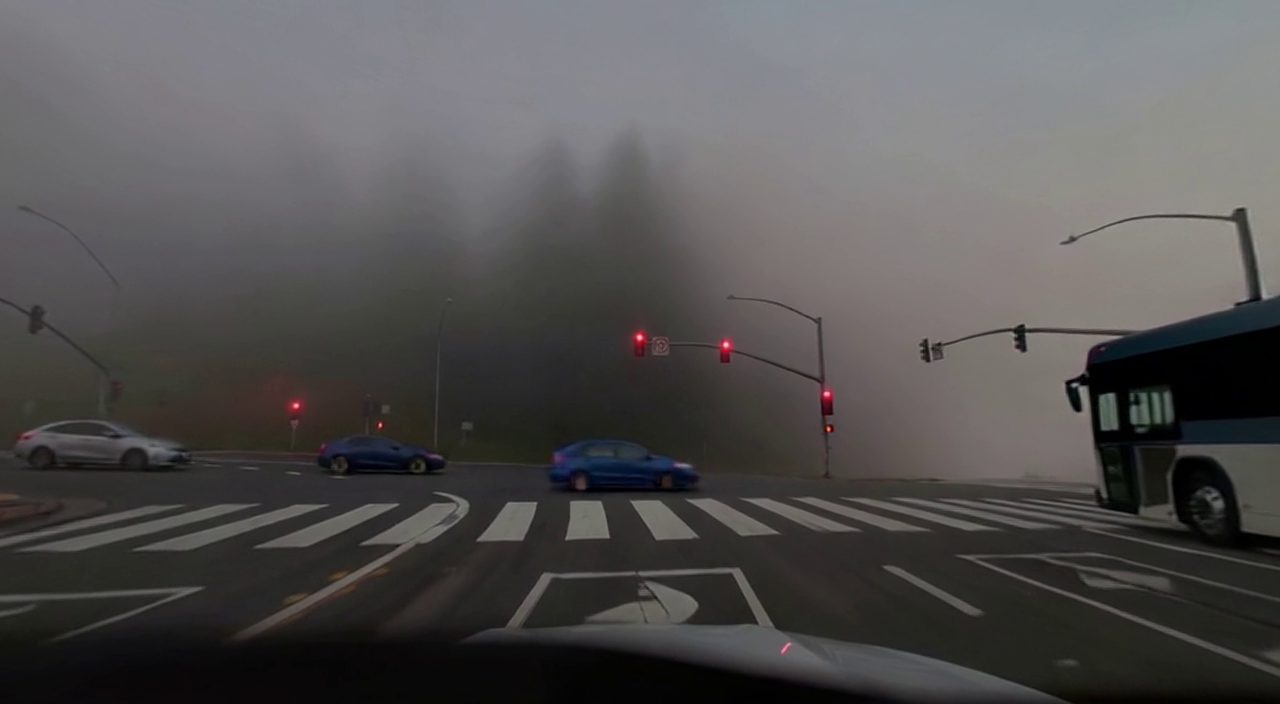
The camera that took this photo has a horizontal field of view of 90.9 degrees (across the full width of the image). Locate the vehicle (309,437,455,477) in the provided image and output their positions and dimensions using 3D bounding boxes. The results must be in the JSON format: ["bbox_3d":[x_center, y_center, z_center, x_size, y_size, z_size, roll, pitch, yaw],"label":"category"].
[{"bbox_3d":[-10.212,4.180,25.398,5.203,1.488,1.907,3,-9,-18],"label":"vehicle"}]

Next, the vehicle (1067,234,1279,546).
[{"bbox_3d":[9.574,0.151,5.895,2.916,4.009,13.397,-1,-9,5],"label":"vehicle"}]

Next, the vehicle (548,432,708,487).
[{"bbox_3d":[-0.407,3.627,21.270,5.014,1.675,1.906,4,-9,-18],"label":"vehicle"}]

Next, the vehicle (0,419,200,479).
[{"bbox_3d":[-16.775,2.996,19.570,4.626,1.710,1.891,3,-9,-18],"label":"vehicle"}]
